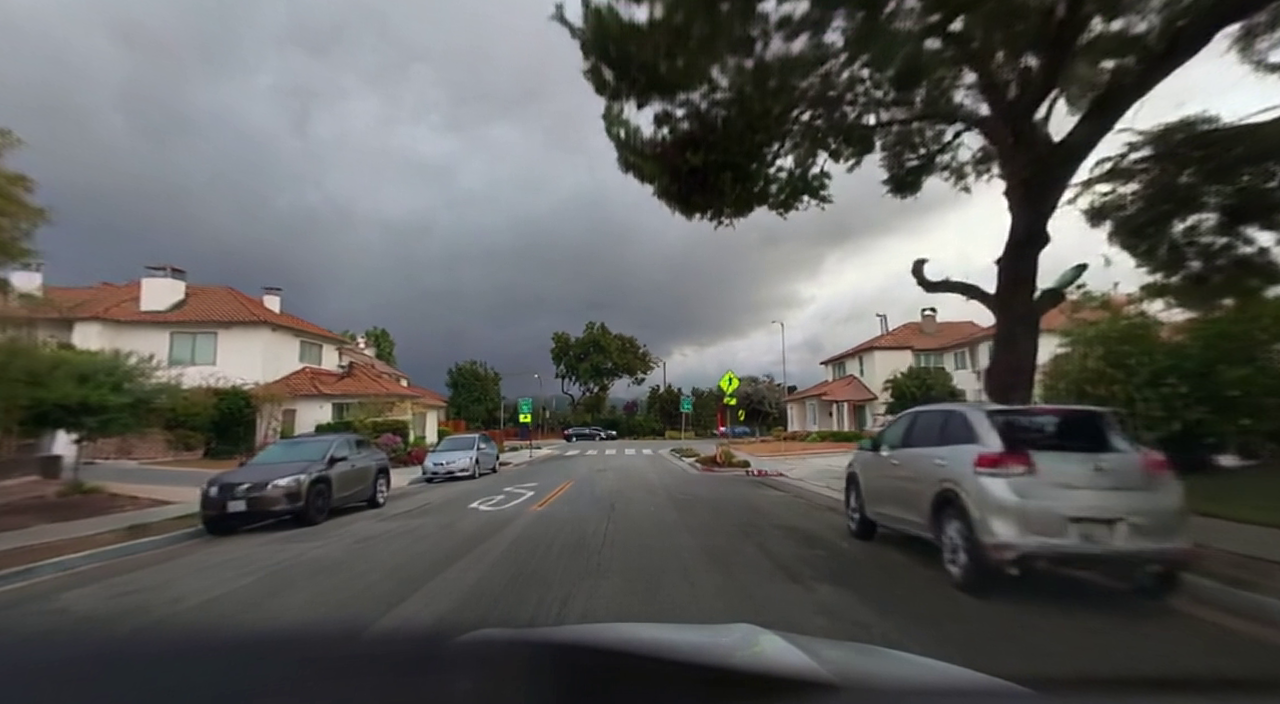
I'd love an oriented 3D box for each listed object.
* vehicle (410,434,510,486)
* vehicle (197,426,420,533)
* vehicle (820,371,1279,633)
[{"bbox_3d":[-5.511,3.352,19.885,1.919,1.464,4.155,0,-8,0],"label":"vehicle"},{"bbox_3d":[-5.478,2.109,11.054,1.842,1.540,3.704,0,-8,0],"label":"vehicle"},{"bbox_3d":[3.442,1.259,6.362,1.997,1.663,4.544,-1,-8,2],"label":"vehicle"}]
